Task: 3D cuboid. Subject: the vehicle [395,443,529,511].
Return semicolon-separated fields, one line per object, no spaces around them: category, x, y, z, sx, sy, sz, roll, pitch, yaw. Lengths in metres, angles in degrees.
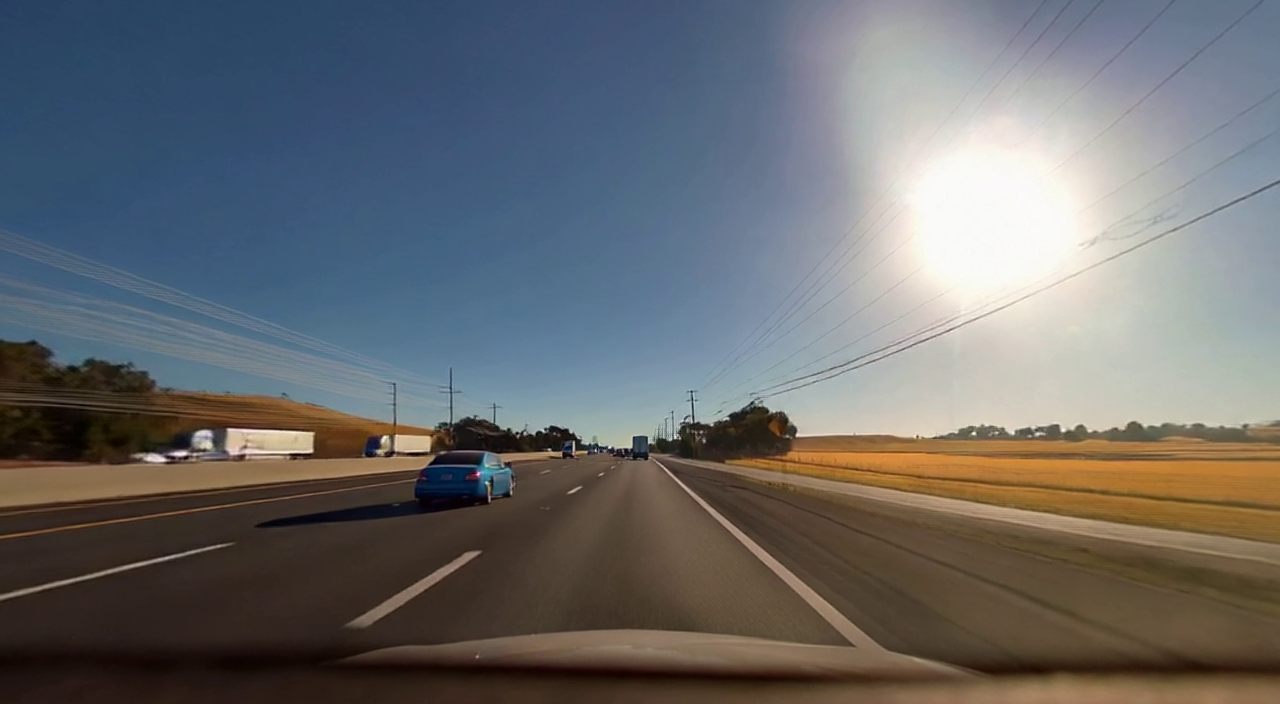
vehicle;-4.411;3.161;16.442;2.104;1.501;4.459;0;-9;1
